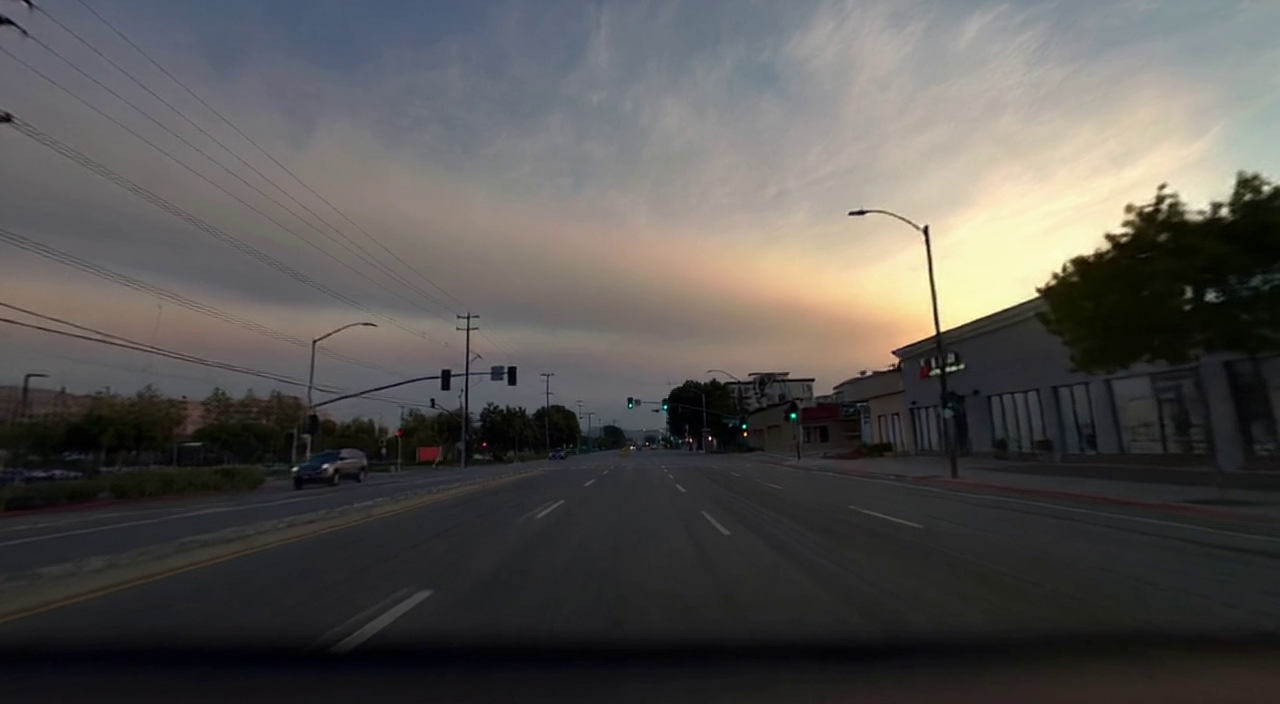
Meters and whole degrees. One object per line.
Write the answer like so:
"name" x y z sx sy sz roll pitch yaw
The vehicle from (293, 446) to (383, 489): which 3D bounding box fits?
"vehicle" -14.719 5.624 31.119 2.208 1.924 5.018 0 -9 -4
